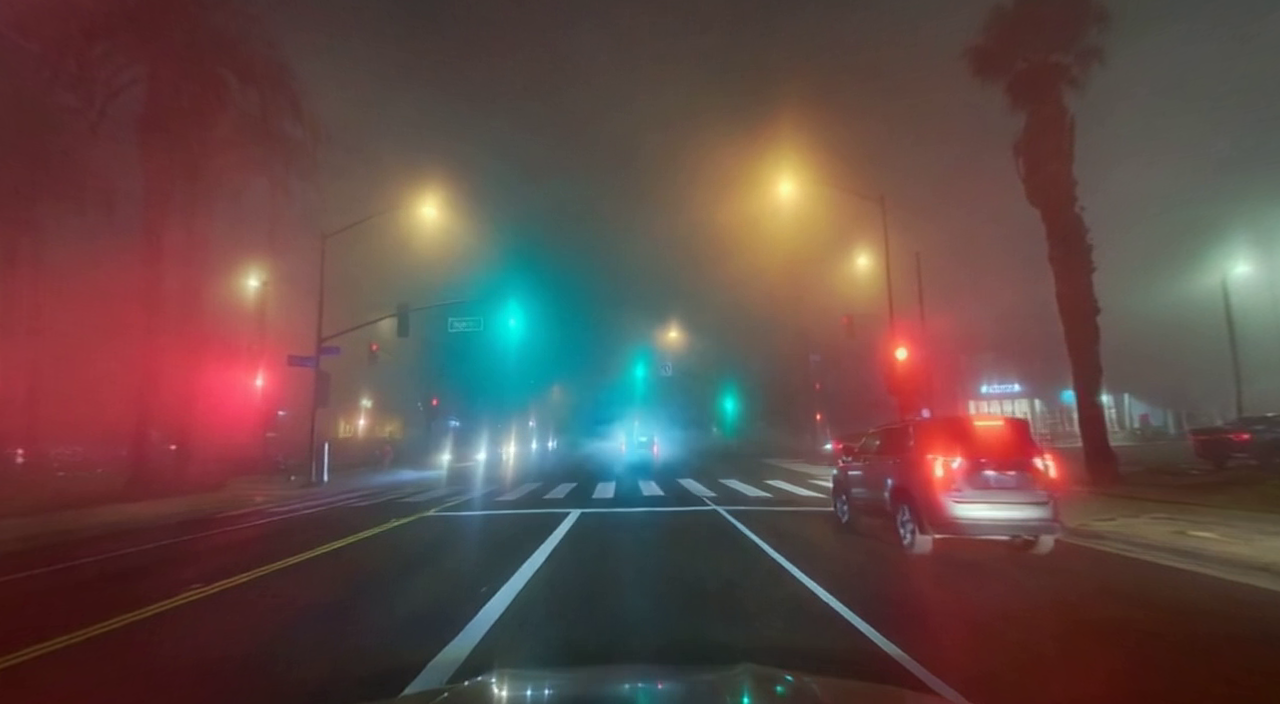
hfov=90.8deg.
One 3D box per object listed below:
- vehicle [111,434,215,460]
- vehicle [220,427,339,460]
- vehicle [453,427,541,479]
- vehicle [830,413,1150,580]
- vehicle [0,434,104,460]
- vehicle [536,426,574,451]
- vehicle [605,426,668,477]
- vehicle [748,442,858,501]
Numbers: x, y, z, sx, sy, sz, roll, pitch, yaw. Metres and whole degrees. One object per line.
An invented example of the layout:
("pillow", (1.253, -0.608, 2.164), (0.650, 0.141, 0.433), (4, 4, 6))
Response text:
("vehicle", (-28.422, 5.660, 37.728), (4.734, 1.416, 2.083), (-1, -7, 6))
("vehicle", (-20.815, 5.305, 36.585), (5.674, 1.804, 2.190), (-1, -8, 6))
("vehicle", (-5.522, 3.987, 25.161), (2.324, 1.808, 4.946), (0, -8, 0))
("vehicle", (4.325, 1.839, 8.894), (2.070, 1.711, 4.480), (-1, -8, 3))
("vehicle", (-35.573, 5.741, 38.127), (4.643, 1.464, 2.125), (-1, -8, 4))
("vehicle", (-6.038, 6.216, 45.161), (2.040, 1.670, 4.508), (0, -8, 0))
("vehicle", (-0.165, 3.908, 24.947), (2.264, 1.798, 4.531), (0, -8, -1))
("vehicle", (4.416, 3.289, 17.920), (1.963, 1.449, 4.653), (0, -8, 1))
